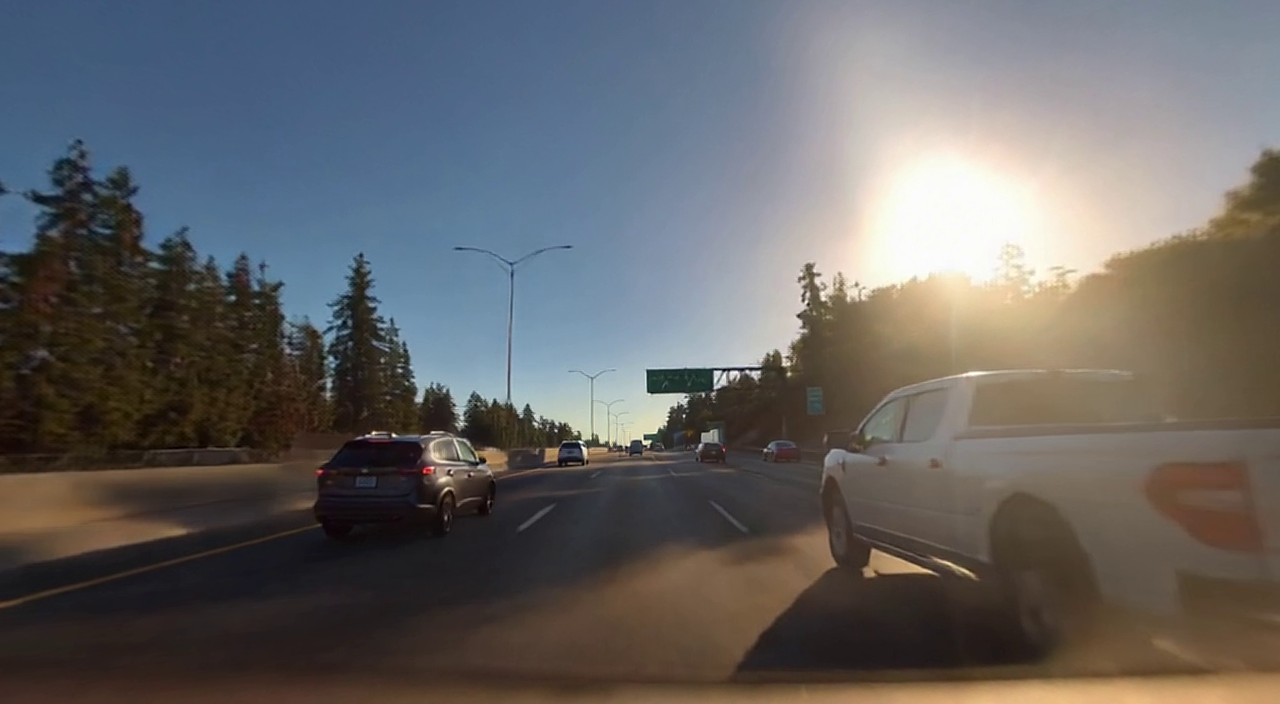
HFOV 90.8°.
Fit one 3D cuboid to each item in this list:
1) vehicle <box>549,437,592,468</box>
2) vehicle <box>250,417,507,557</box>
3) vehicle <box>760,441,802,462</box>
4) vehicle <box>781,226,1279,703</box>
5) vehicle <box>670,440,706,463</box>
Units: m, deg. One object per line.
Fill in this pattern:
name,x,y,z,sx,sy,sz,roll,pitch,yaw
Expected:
vehicle,-3.954,5.796,36.540,1.992,1.651,4.185,0,-8,0
vehicle,-3.581,1.928,9.766,2.119,1.654,4.353,0,-8,0
vehicle,9.784,6.935,44.087,1.910,1.384,3.867,0,-8,-1
vehicle,2.778,0.966,4.486,2.200,1.870,5.649,0,-8,0
vehicle,3.256,6.848,43.648,2.007,1.469,4.337,0,-8,-2
